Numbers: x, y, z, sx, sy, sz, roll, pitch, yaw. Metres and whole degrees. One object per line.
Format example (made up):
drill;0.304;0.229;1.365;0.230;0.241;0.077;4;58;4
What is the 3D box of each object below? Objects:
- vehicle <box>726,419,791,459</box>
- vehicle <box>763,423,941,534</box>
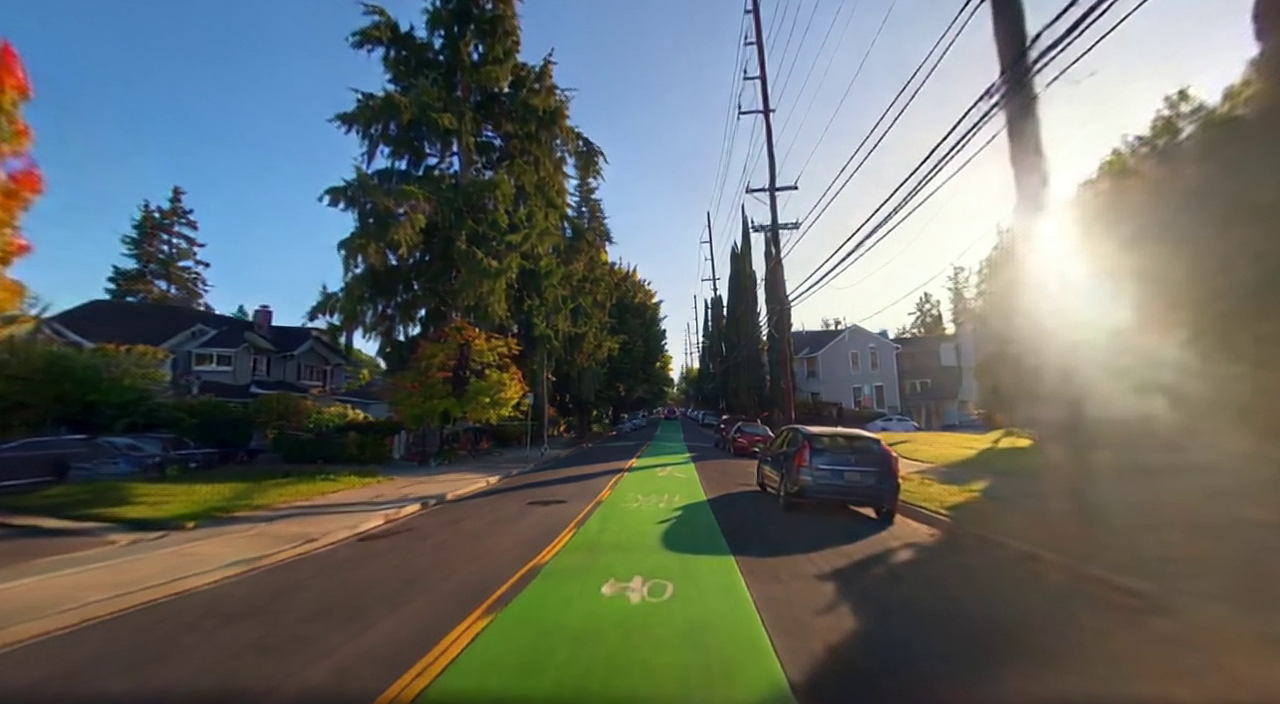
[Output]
vehicle;4.826;3.664;26.383;1.981;1.512;4.144;0;-9;1
vehicle;3.582;2.199;11.628;2.235;1.500;4.496;2;-8;7
